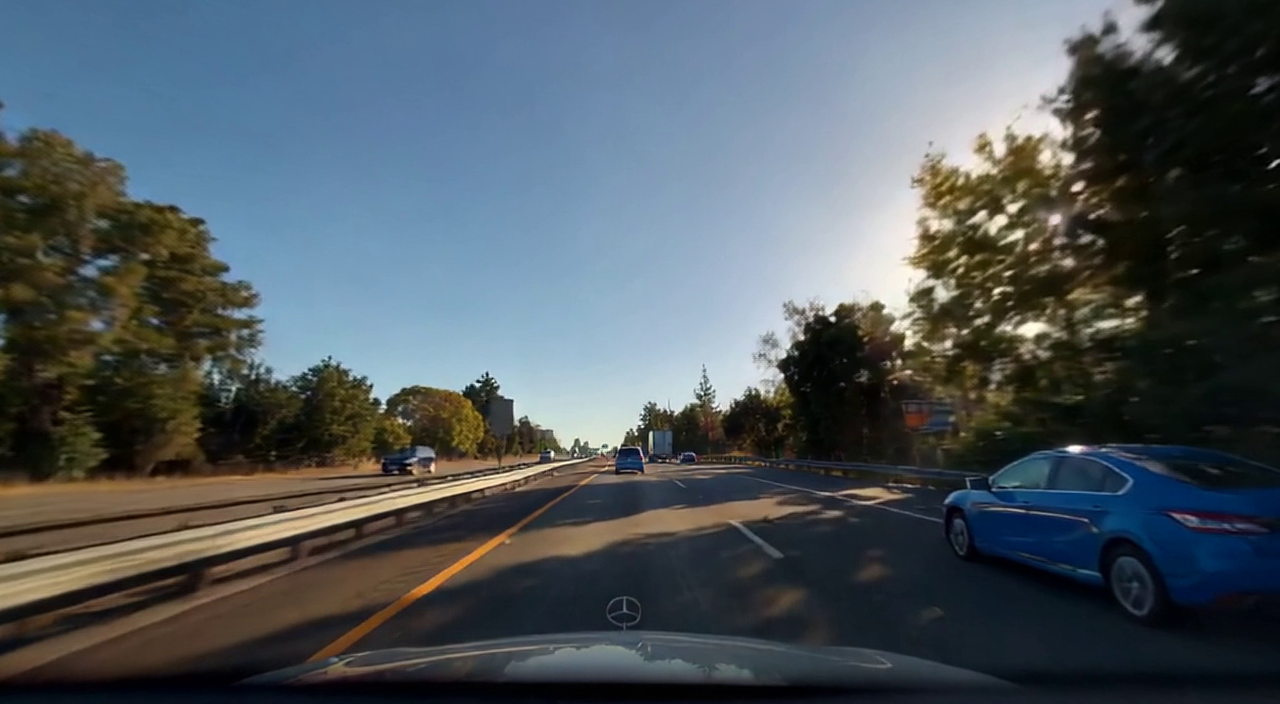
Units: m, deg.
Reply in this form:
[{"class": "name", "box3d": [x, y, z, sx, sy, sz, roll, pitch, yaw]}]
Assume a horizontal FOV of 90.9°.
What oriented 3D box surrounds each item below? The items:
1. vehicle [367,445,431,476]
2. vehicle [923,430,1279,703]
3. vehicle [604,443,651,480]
[{"class": "vehicle", "box3d": [-13.113, 5.921, 34.527, 1.964, 1.541, 3.928, 0, -9, -1]}, {"class": "vehicle", "box3d": [4.087, 1.387, 4.953, 1.917, 1.421, 3.759, 0, -9, -1]}, {"class": "vehicle", "box3d": [-0.634, 5.457, 31.503, 2.190, 1.706, 4.062, 0, -9, -1]}]
